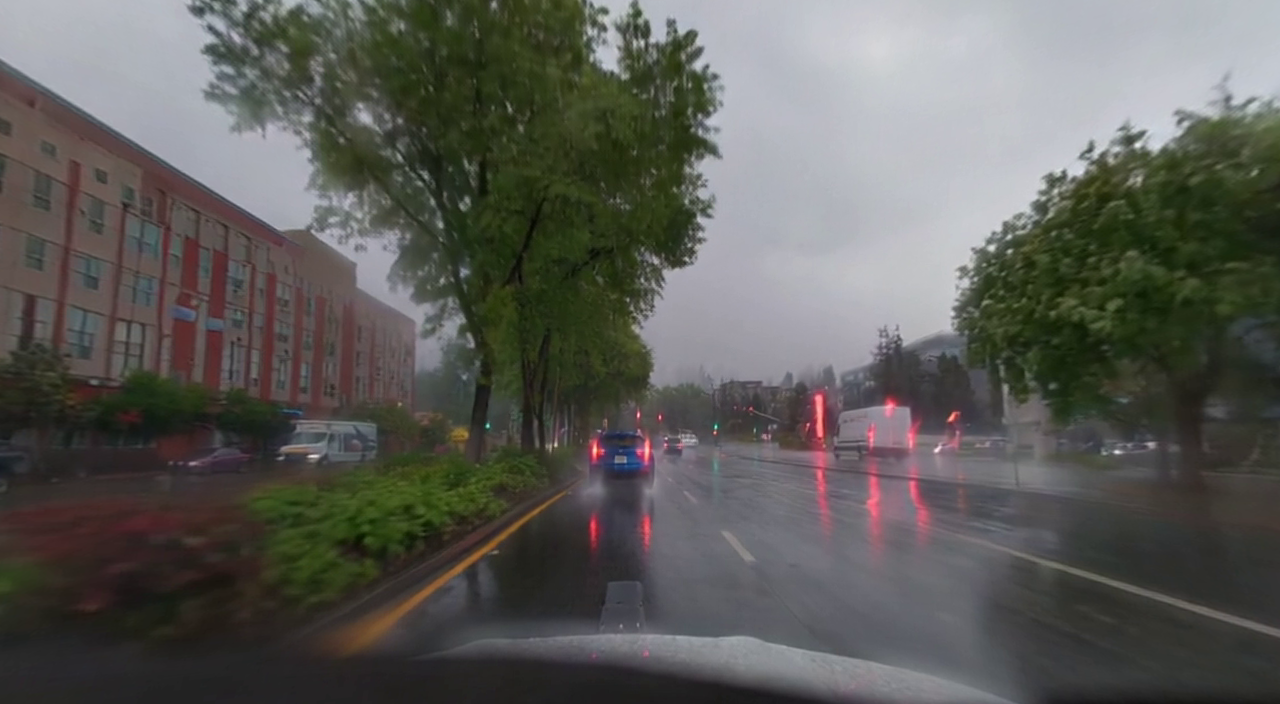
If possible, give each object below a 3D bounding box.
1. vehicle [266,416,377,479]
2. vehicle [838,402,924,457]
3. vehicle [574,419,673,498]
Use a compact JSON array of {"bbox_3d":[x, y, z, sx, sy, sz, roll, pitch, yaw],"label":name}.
[{"bbox_3d":[-19.205,5.844,38.817,2.811,3.399,7.898,1,-9,-2],"label":"vehicle"},{"bbox_3d":[18.040,6.018,48.201,3.269,3.755,8.862,0,-9,2],"label":"vehicle"},{"bbox_3d":[-0.432,2.775,16.741,2.277,1.816,4.192,0,-9,-2],"label":"vehicle"}]
